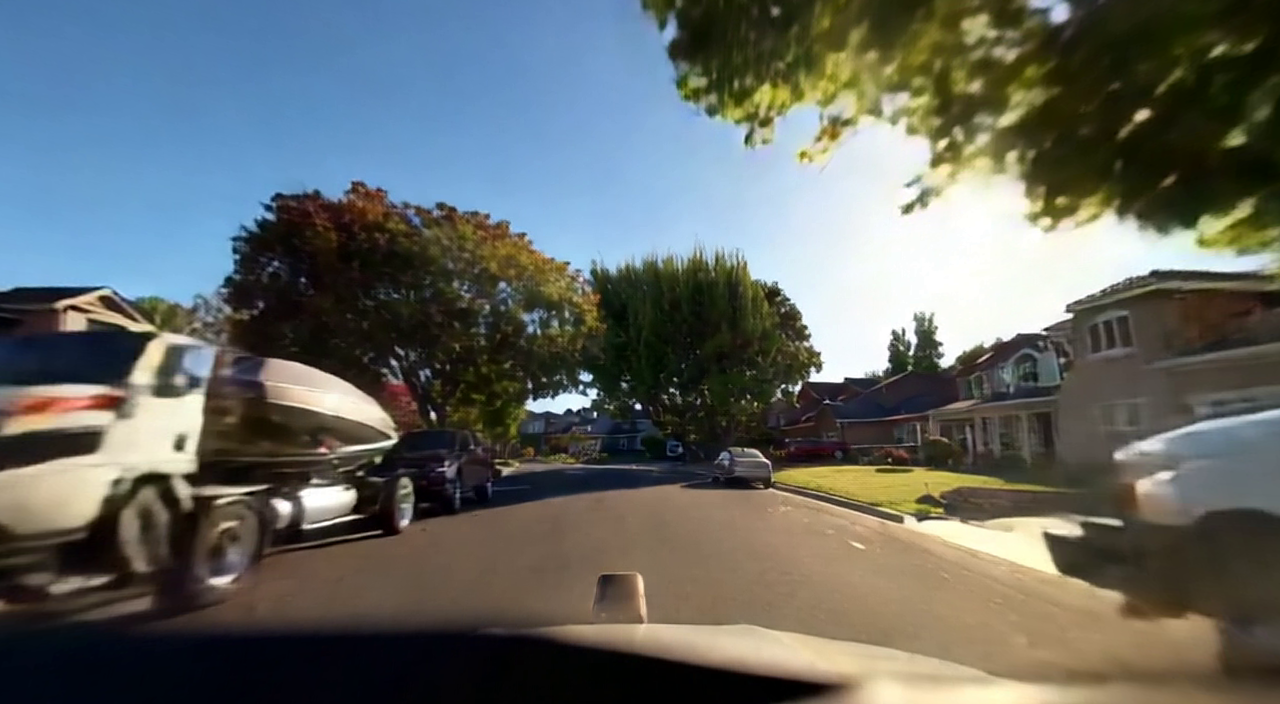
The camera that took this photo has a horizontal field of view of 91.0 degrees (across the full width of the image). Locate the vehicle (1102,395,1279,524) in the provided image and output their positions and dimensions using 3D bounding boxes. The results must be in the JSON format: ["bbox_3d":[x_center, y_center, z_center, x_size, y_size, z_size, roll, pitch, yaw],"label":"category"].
[{"bbox_3d":[10.776,1.982,11.689,3.470,2.123,1.584,3,-9,-15],"label":"vehicle"}]

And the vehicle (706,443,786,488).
[{"bbox_3d":[3.827,4.202,23.654,1.998,1.489,4.722,1,-9,-3],"label":"vehicle"}]

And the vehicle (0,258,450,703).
[{"bbox_3d":[-4.283,1.100,6.151,2.632,2.249,6.179,0,-9,3],"label":"vehicle"}]

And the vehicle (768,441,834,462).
[{"bbox_3d":[11.647,7.216,45.651,4.252,1.429,1.907,3,-9,-20],"label":"vehicle"}]
